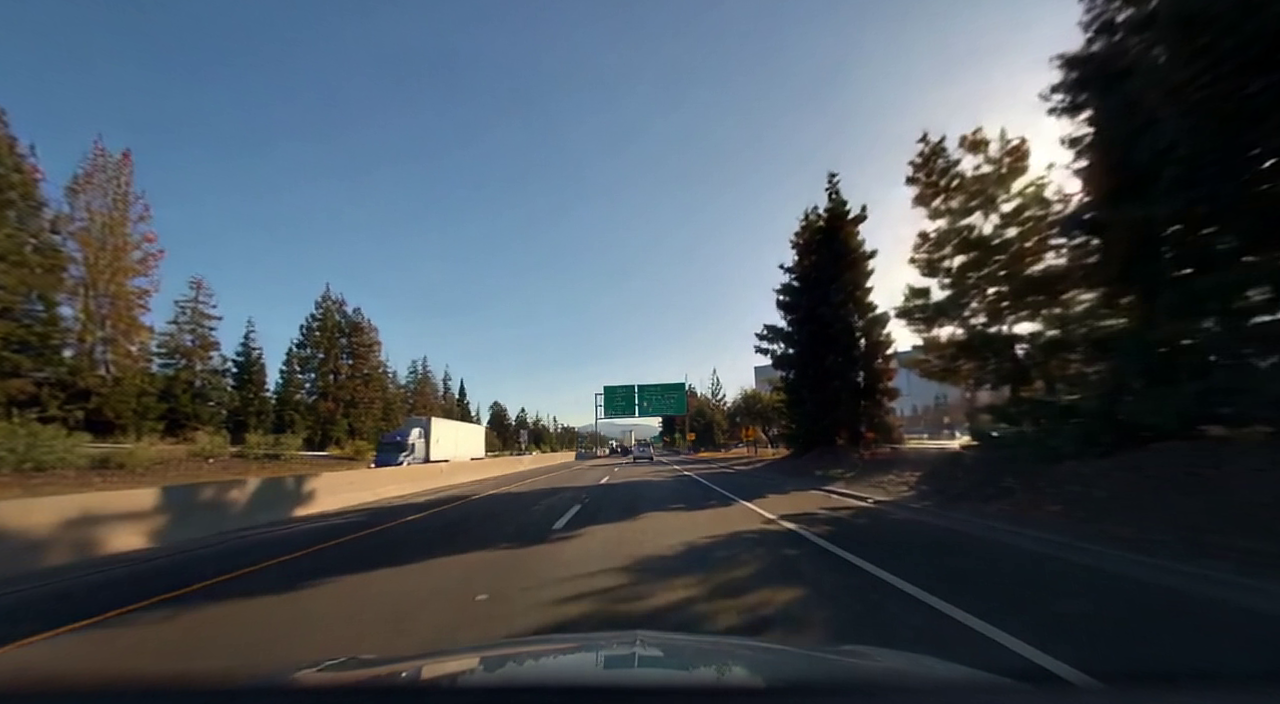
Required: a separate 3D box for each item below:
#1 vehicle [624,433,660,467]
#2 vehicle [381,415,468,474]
[{"bbox_3d":[0.155,6.523,41.686,2.268,2.122,4.595,-1,-9,1],"label":"vehicle"},{"bbox_3d":[-16.186,7.090,48.103,3.002,4.004,10.140,-1,-9,0],"label":"vehicle"}]
